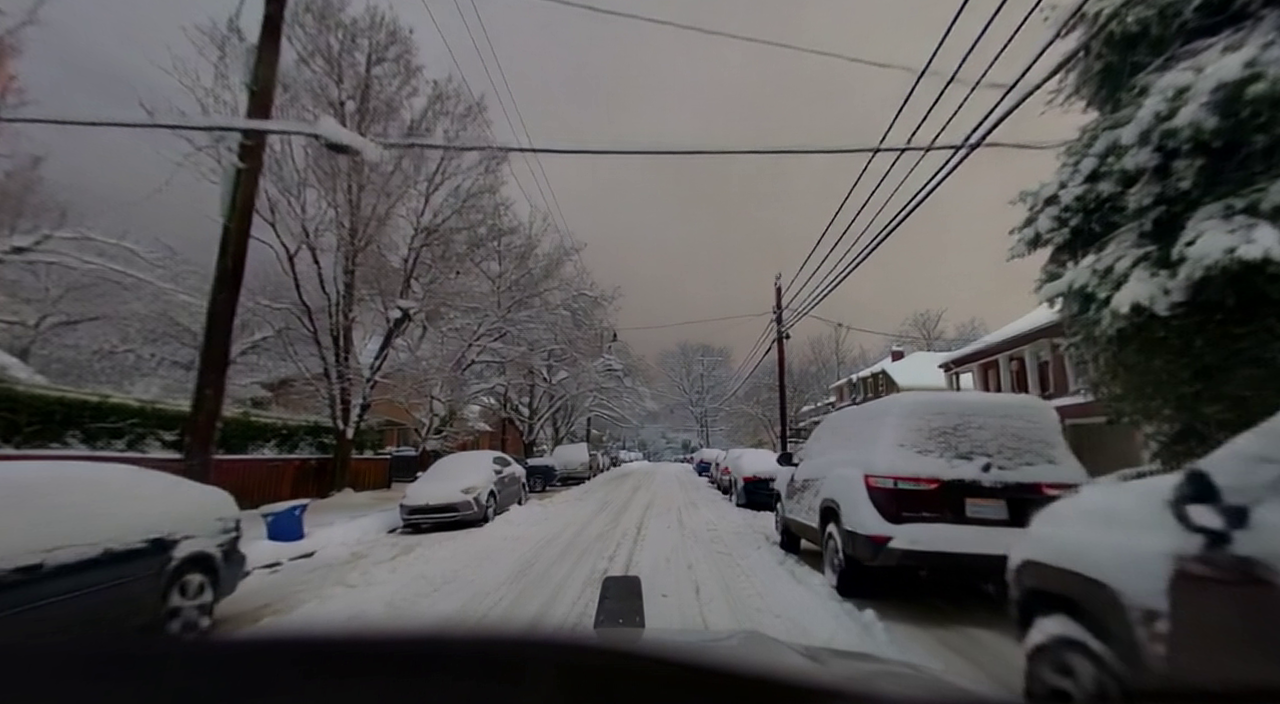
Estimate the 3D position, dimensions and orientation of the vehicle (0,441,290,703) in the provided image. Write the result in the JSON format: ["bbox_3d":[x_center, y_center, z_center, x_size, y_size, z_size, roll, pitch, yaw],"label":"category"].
[{"bbox_3d":[-4.267,1.294,3.628,1.796,1.532,4.244,-1,-8,5],"label":"vehicle"}]

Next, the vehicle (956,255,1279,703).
[{"bbox_3d":[2.635,0.589,1.007,1.992,1.853,4.704,-1,-8,3],"label":"vehicle"}]

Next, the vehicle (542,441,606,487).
[{"bbox_3d":[-2.982,5.188,29.710,2.280,1.953,5.092,-1,-8,2],"label":"vehicle"}]

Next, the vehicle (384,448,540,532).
[{"bbox_3d":[-3.754,2.977,14.343,1.988,1.541,4.686,-1,-8,3],"label":"vehicle"}]
